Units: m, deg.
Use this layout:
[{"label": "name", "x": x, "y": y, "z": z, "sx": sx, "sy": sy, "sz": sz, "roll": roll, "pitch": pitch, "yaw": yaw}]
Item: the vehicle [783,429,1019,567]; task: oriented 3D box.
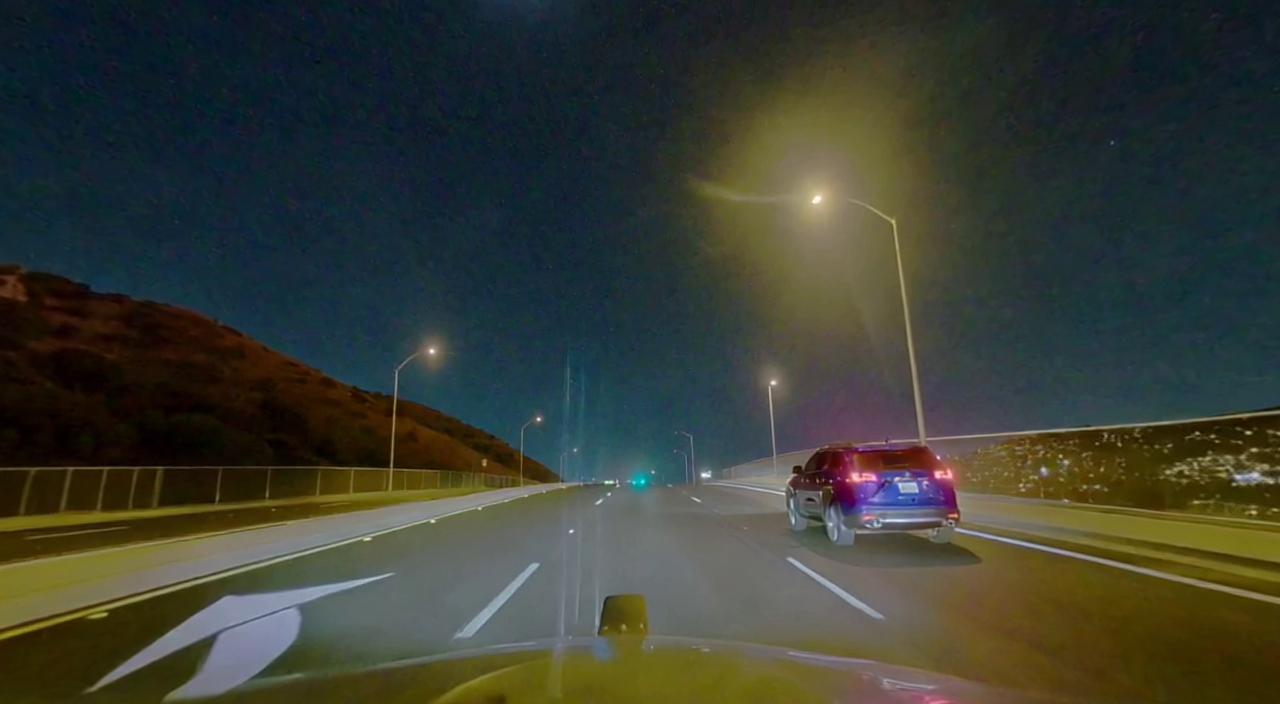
[{"label": "vehicle", "x": 3.841, "y": 2.209, "z": 10.296, "sx": 1.989, "sy": 1.730, "sz": 4.324, "roll": 0, "pitch": -9, "yaw": 0}]
